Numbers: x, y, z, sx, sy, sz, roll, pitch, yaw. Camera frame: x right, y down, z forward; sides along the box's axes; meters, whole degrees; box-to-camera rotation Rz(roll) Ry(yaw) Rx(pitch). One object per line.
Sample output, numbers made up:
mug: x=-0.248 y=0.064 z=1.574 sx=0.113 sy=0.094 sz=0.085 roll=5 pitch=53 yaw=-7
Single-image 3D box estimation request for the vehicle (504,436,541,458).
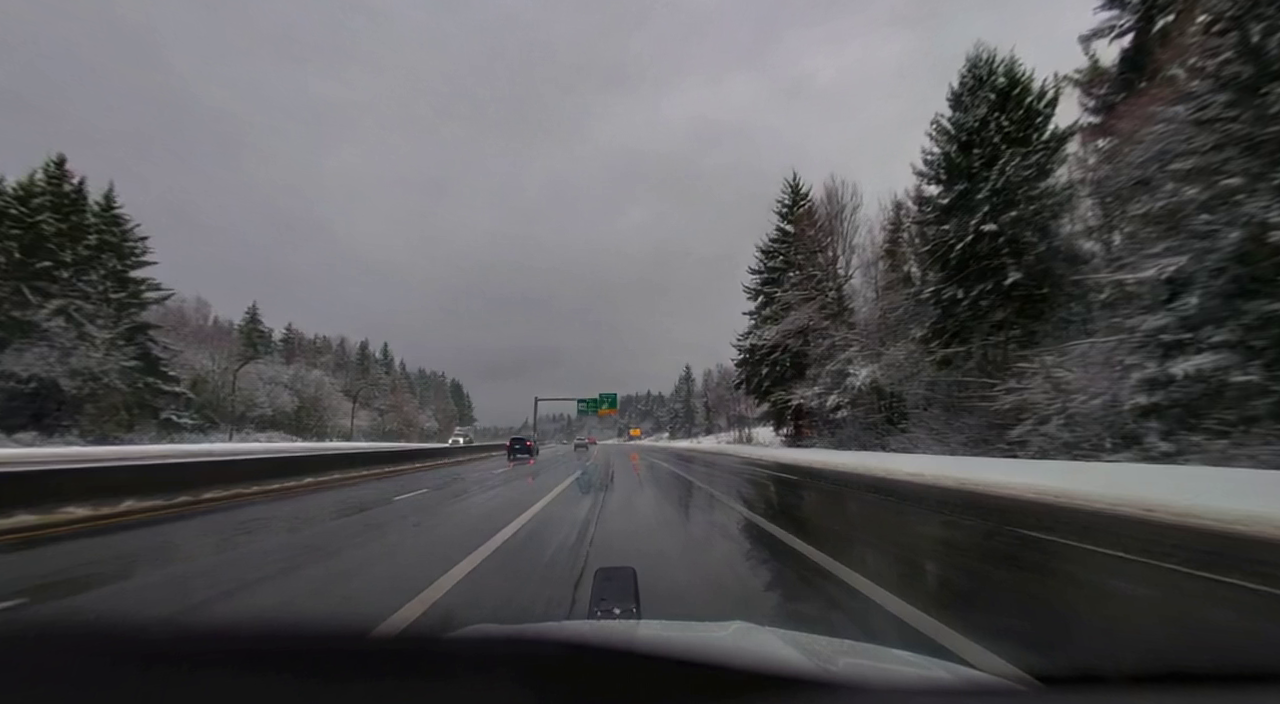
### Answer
vehicle: x=-9.103 y=7.393 z=49.119 sx=2.381 sy=1.553 sz=4.244 roll=0 pitch=-8 yaw=-4
